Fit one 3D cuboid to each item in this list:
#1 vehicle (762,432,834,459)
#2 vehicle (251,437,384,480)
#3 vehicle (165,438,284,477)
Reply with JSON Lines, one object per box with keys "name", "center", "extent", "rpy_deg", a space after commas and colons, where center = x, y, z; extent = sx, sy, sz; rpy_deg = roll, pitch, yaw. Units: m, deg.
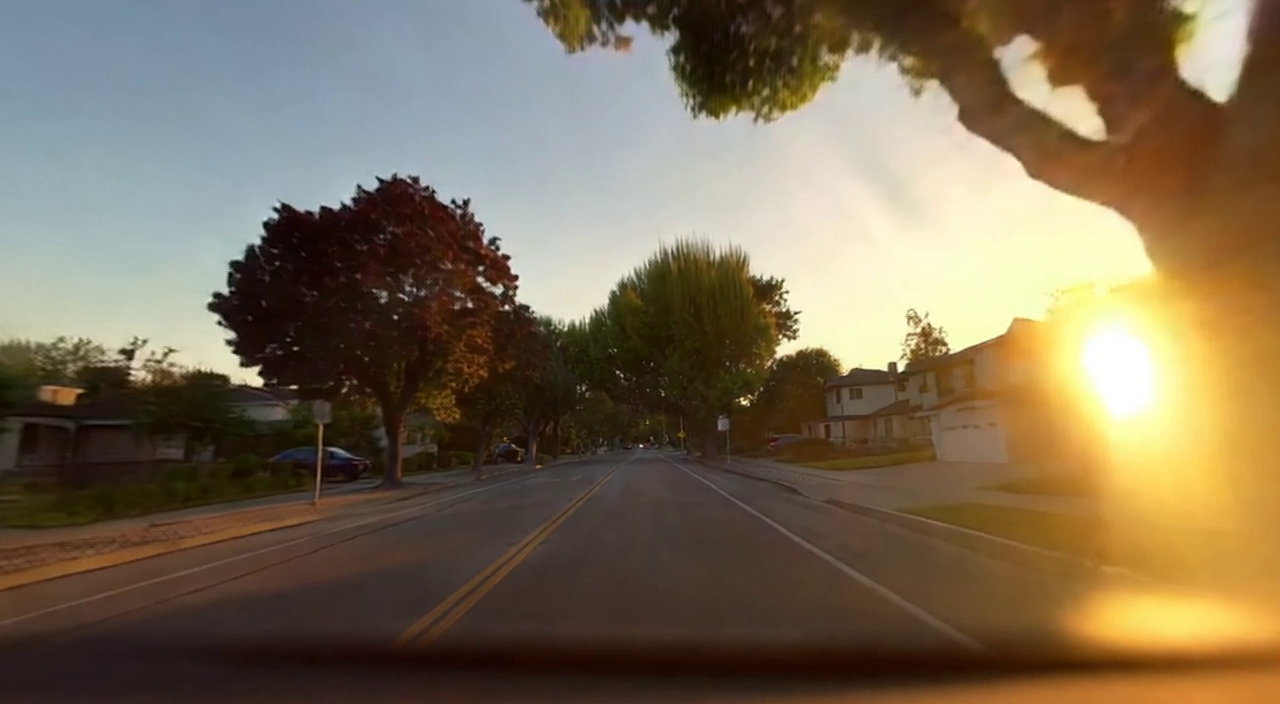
{"name": "vehicle", "center": [10.825, 6.432, 43.542], "extent": [4.449, 1.765, 1.917], "rpy_deg": [0, -8, 4]}
{"name": "vehicle", "center": [-13.682, 4.541, 27.007], "extent": [4.587, 1.722, 1.906], "rpy_deg": [0, -8, -1]}
{"name": "vehicle", "center": [-19.538, 4.933, 29.794], "extent": [4.455, 1.707, 1.939], "rpy_deg": [6, -10, -37]}
